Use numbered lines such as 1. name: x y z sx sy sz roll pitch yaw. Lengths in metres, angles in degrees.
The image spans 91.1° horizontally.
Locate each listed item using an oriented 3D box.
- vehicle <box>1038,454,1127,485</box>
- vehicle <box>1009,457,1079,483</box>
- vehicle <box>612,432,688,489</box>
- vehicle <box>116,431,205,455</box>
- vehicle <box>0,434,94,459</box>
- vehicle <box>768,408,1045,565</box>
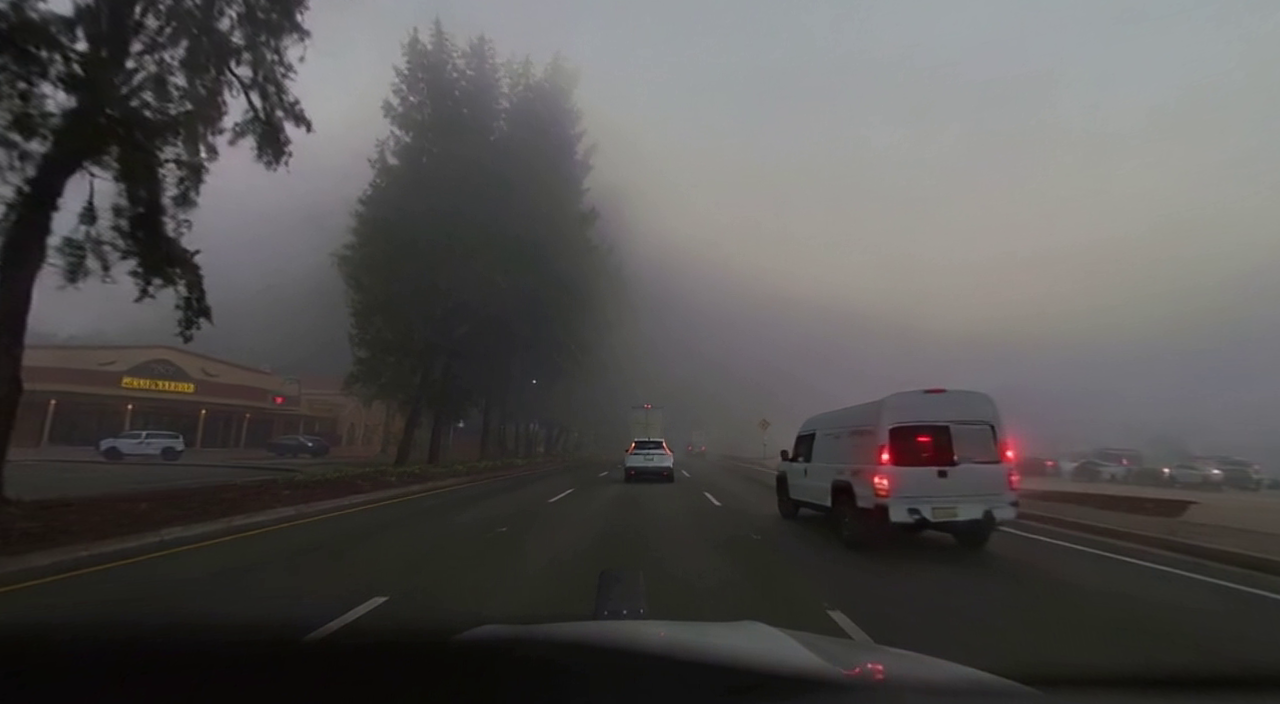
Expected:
1. vehicle: 27.438 7.271 39.138 2.108 1.735 4.476 0 -8 -3
2. vehicle: 24.917 7.261 38.865 1.751 1.439 3.847 0 -8 -1
3. vehicle: 0.292 3.443 20.245 2.193 1.651 3.946 0 -8 0
4. vehicle: -35.363 6.731 46.469 4.786 1.697 1.895 4 -9 -24
5. vehicle: -35.707 5.624 37.272 4.425 1.423 1.949 4 -9 -23
6. vehicle: 3.372 1.794 9.149 2.010 1.692 4.516 0 -8 0
